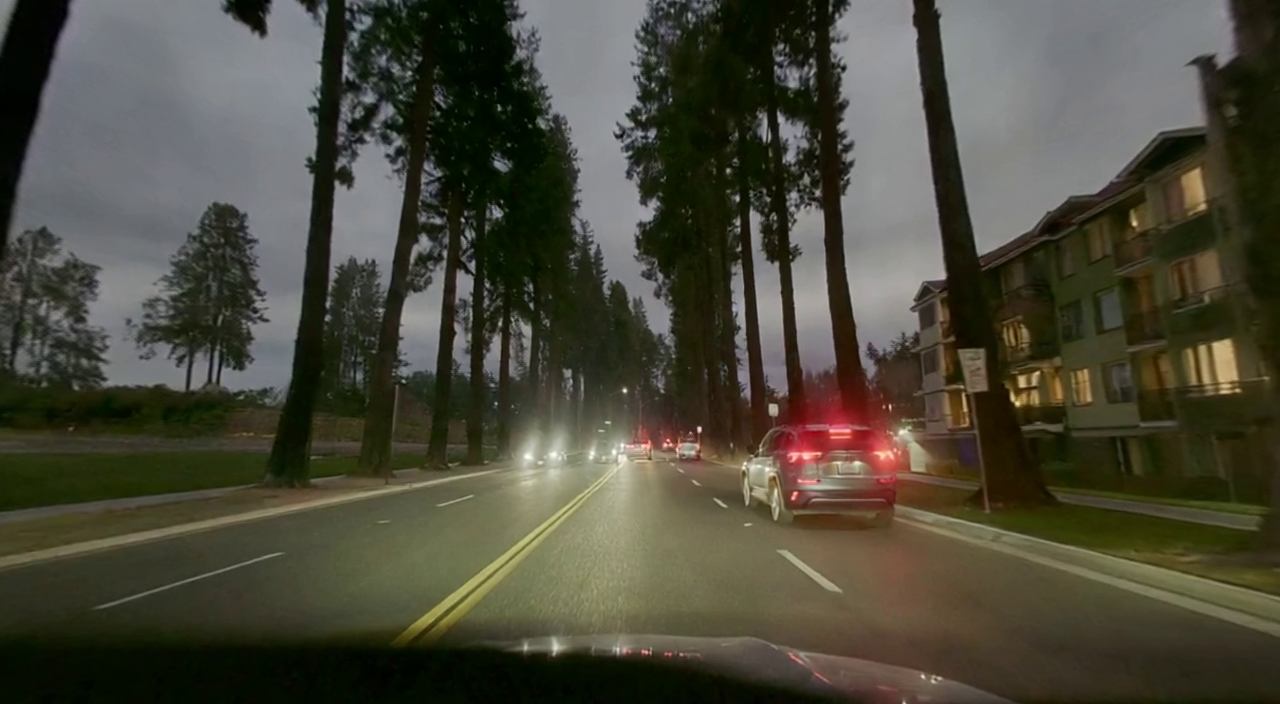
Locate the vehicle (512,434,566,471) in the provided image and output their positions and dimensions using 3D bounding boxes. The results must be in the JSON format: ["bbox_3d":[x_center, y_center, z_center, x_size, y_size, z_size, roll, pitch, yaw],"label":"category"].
[{"bbox_3d":[-5.929,5.962,37.455,2.200,2.041,5.550,0,-8,1],"label":"vehicle"}]

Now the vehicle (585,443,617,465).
[{"bbox_3d":[-2.633,6.993,43.236,1.941,1.409,3.975,0,-8,0],"label":"vehicle"}]

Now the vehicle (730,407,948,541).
[{"bbox_3d":[3.200,2.115,11.529,2.219,1.881,5.104,0,-8,-1],"label":"vehicle"}]
